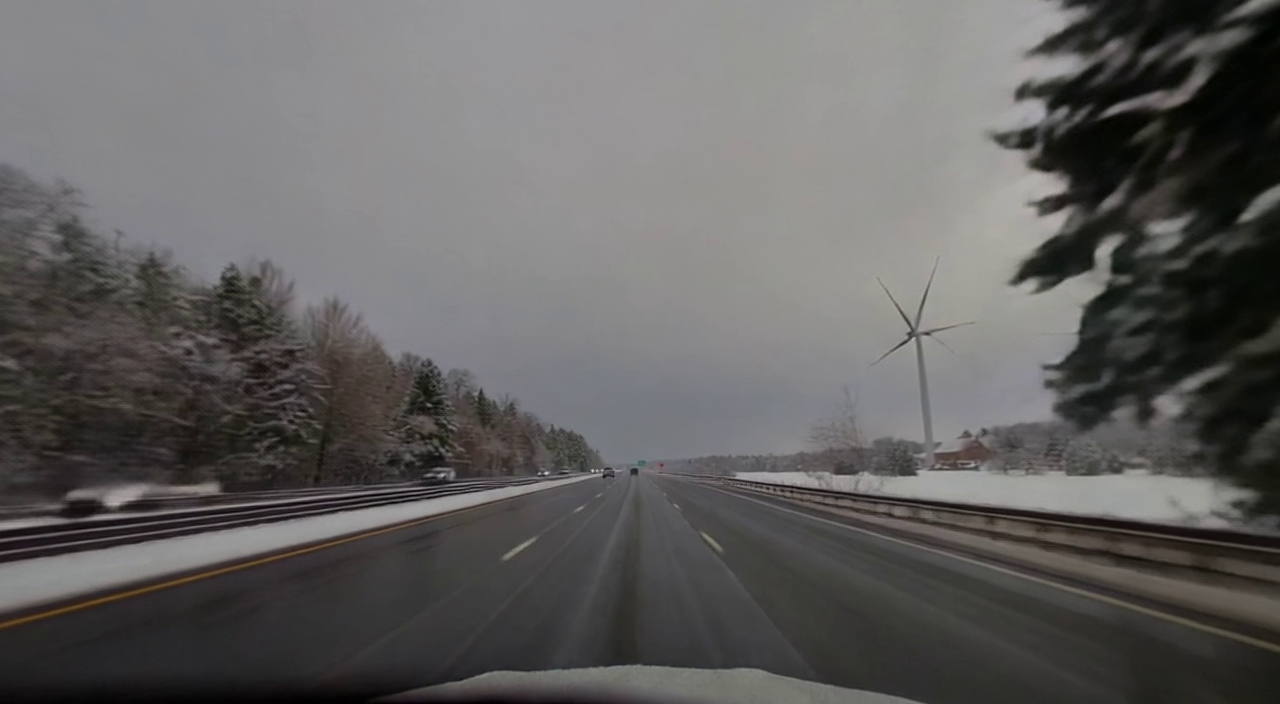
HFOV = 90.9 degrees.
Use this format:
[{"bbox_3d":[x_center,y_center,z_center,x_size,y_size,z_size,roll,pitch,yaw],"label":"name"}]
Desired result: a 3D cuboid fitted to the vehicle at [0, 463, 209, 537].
[{"bbox_3d":[-13.182,3.584,15.682,1.868,1.526,4.154,1,-11,0],"label":"vehicle"}]
